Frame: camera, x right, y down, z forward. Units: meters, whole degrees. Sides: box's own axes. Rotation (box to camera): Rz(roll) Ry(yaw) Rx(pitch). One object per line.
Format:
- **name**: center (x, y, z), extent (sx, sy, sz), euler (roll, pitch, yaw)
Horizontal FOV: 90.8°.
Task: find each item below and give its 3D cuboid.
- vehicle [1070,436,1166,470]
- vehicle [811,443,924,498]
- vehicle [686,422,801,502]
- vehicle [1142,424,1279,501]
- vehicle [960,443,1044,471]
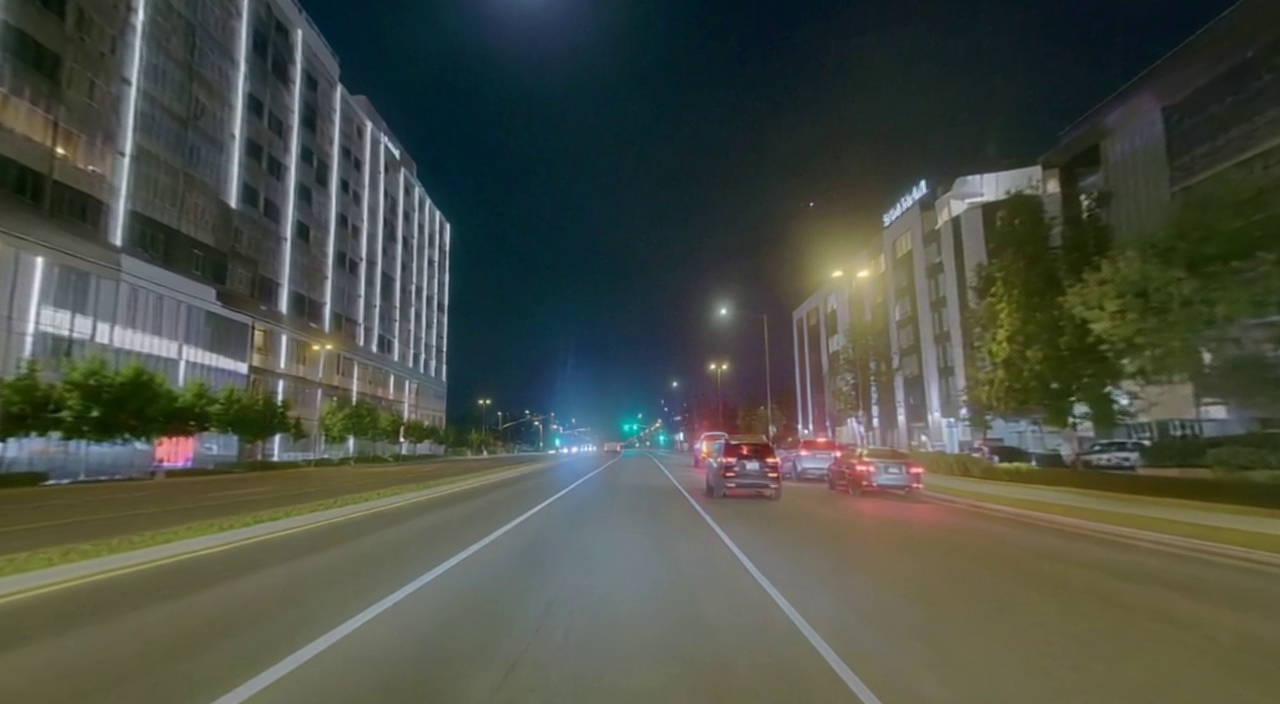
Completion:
- **vehicle**: center (25.766, 5.446, 34.256), extent (1.887, 1.696, 4.337), euler (-1, -9, 3)
- **vehicle**: center (6.738, 3.536, 19.241), extent (1.795, 1.459, 4.333), euler (0, -9, -1)
- **vehicle**: center (2.514, 2.864, 16.798), extent (2.130, 1.787, 5.126), euler (0, -9, -1)
- **vehicle**: center (14.776, 2.569, 14.895), extent (1.975, 1.648, 4.451), euler (1, -8, -4)
- **vehicle**: center (20.287, 5.861, 35.619), extent (1.780, 1.474, 4.533), euler (0, -8, -5)
